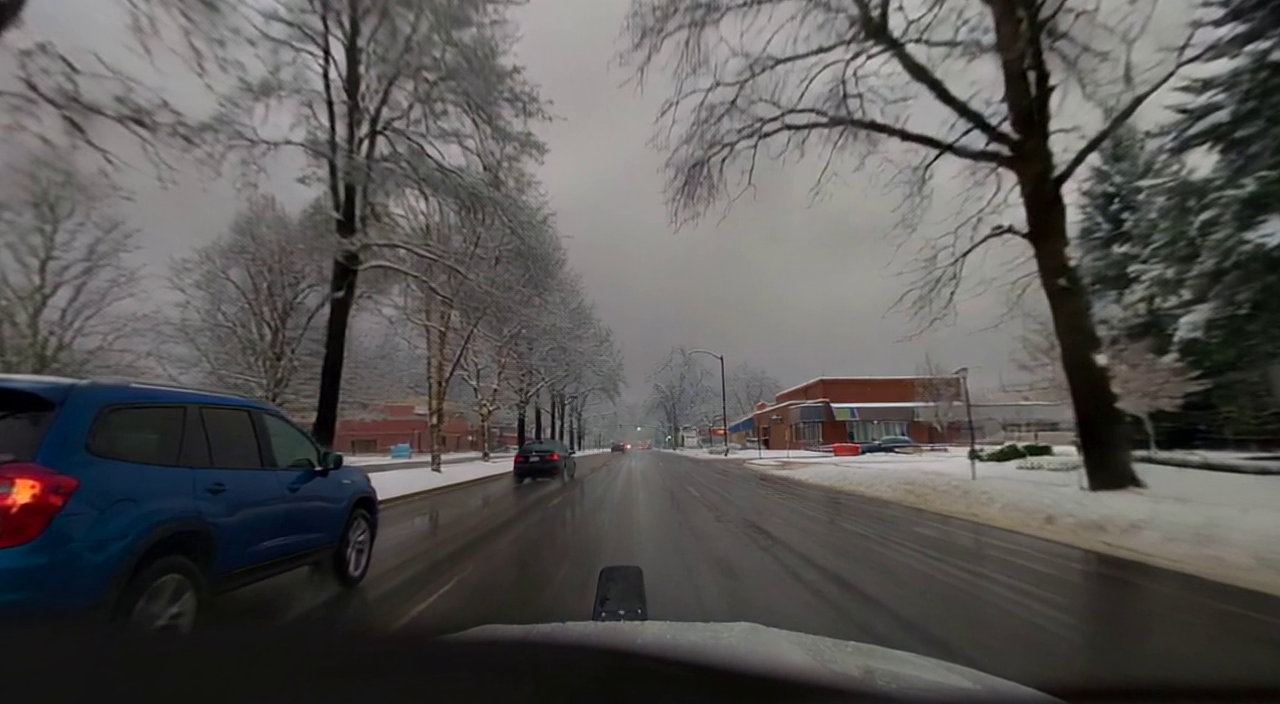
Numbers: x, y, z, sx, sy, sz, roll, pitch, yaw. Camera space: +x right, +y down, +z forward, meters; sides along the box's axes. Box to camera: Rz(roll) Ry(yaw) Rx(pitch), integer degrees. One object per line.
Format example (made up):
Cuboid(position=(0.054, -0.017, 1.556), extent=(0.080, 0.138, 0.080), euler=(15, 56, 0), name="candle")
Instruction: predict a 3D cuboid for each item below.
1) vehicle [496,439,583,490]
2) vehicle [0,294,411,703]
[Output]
Cuboid(position=(-3.157, 3.647, 20.807), extent=(2.069, 1.470, 4.601), euler=(0, -8, 0), name="vehicle")
Cuboid(position=(-3.383, 1.007, 4.309), extent=(2.042, 1.817, 4.364), euler=(0, -8, -1), name="vehicle")
